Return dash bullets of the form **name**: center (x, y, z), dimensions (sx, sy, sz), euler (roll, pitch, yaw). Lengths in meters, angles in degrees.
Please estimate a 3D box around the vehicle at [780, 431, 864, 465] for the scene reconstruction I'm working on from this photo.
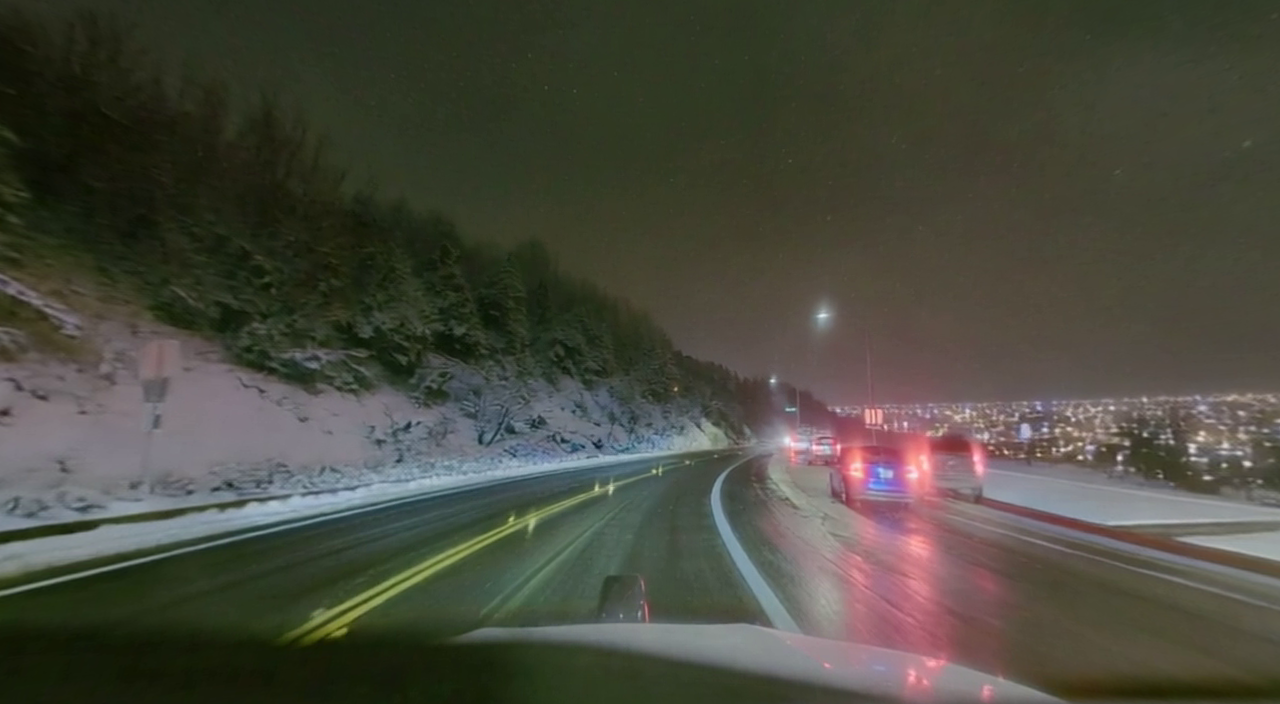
- **vehicle**: center (11.229, 5.884, 38.803), dimensions (5.214, 1.905, 2.077), euler (5, -10, -34)

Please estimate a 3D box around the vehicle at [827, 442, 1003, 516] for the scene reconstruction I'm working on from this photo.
- **vehicle**: center (7.332, 3.238, 16.640), dimensions (4.963, 1.585, 2.155), euler (7, -10, -38)
